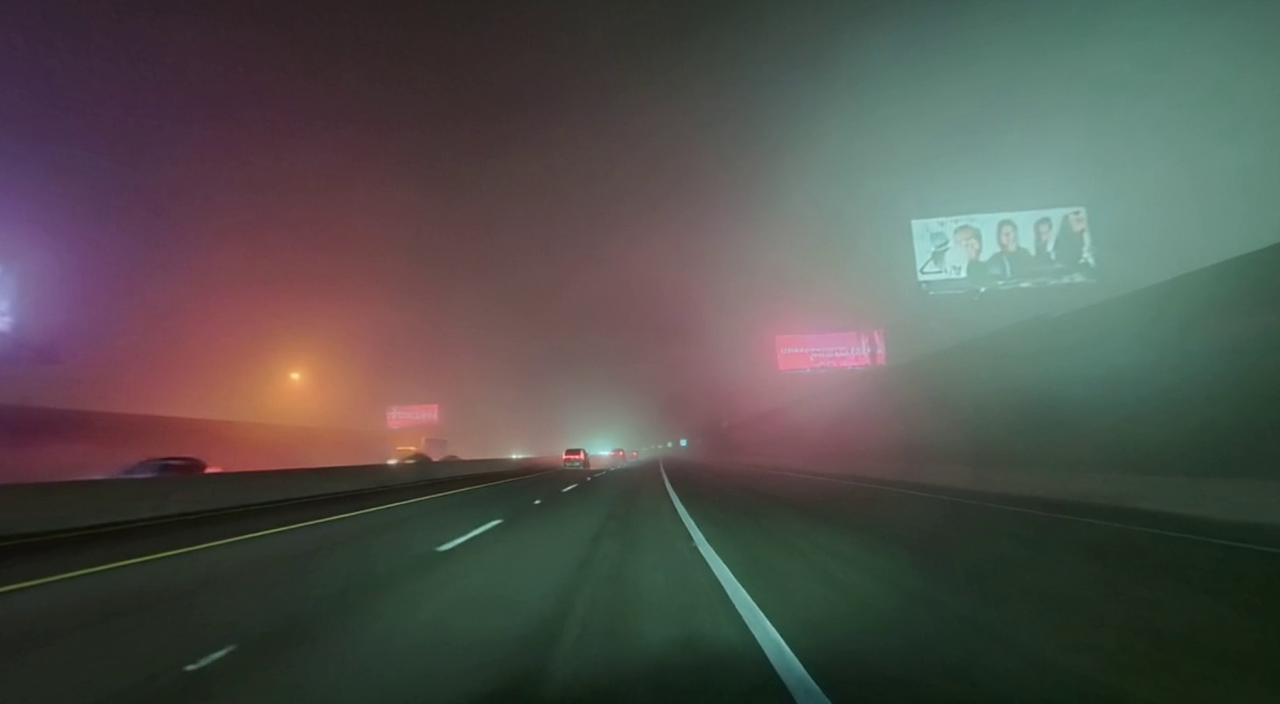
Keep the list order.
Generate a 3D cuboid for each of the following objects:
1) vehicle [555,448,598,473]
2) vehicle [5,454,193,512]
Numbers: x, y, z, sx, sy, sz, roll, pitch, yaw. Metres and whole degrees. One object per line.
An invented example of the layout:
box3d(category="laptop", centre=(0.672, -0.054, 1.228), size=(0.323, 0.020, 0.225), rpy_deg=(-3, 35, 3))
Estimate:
box3d(category="vehicle", centre=(-3.912, 6.762, 39.795), size=(2.078, 1.457, 4.648), rpy_deg=(0, -9, 2))
box3d(category="vehicle", centre=(-15.478, 3.723, 18.408), size=(2.001, 1.437, 3.855), rpy_deg=(0, -9, 0))
